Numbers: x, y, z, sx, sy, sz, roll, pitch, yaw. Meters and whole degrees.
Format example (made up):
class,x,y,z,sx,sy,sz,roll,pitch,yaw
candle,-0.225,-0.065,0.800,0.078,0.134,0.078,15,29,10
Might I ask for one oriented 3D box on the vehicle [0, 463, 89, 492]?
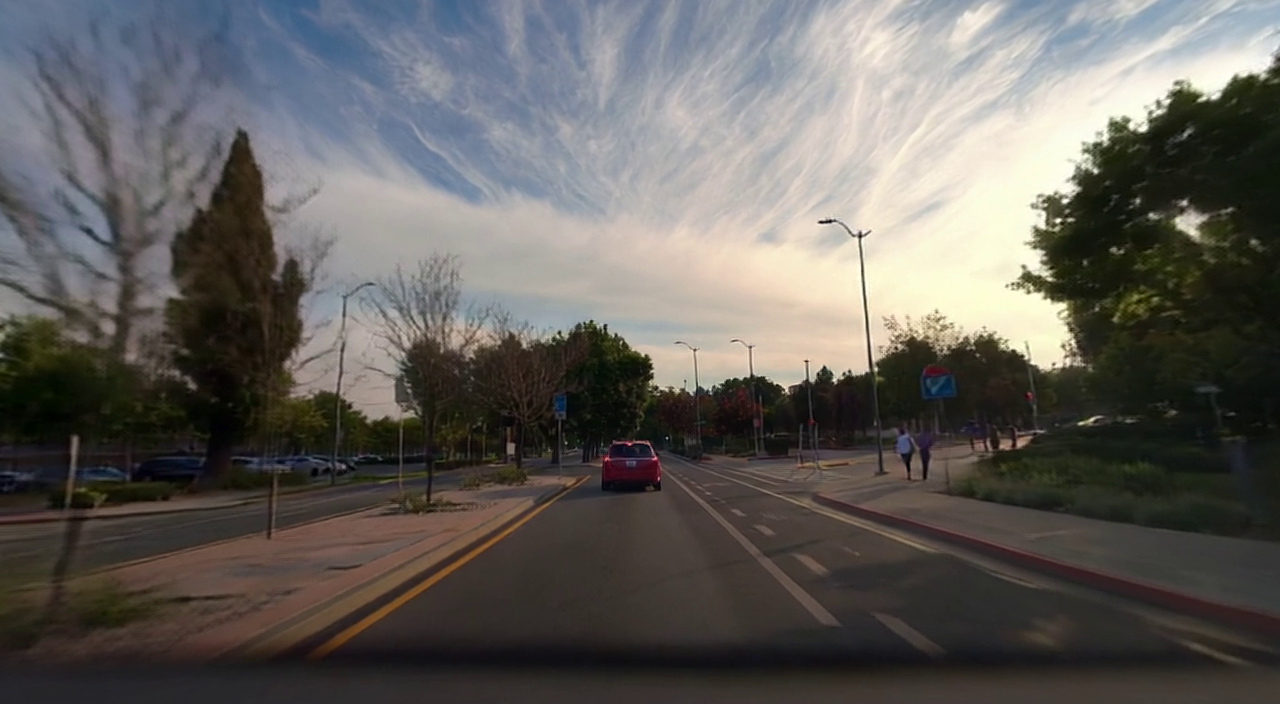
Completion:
class,x,y,z,sx,sy,sz,roll,pitch,yaw
vehicle,-35.305,7.264,36.685,4.500,1.542,2.155,0,-9,-2

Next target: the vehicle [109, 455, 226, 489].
class,x,y,z,sx,sy,sz,roll,pitch,yaw
vehicle,-22.905,5.822,30.760,4.038,1.531,2.015,1,-9,-2

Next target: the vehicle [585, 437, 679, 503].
class,x,y,z,sx,sy,sz,roll,pitch,yaw
vehicle,-0.214,3.149,17.339,2.221,1.570,4.398,0,-8,-1

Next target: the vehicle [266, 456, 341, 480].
class,x,y,z,sx,sy,sz,roll,pitch,yaw
vehicle,-23.110,7.959,43.457,4.086,1.478,1.844,0,-8,-4
